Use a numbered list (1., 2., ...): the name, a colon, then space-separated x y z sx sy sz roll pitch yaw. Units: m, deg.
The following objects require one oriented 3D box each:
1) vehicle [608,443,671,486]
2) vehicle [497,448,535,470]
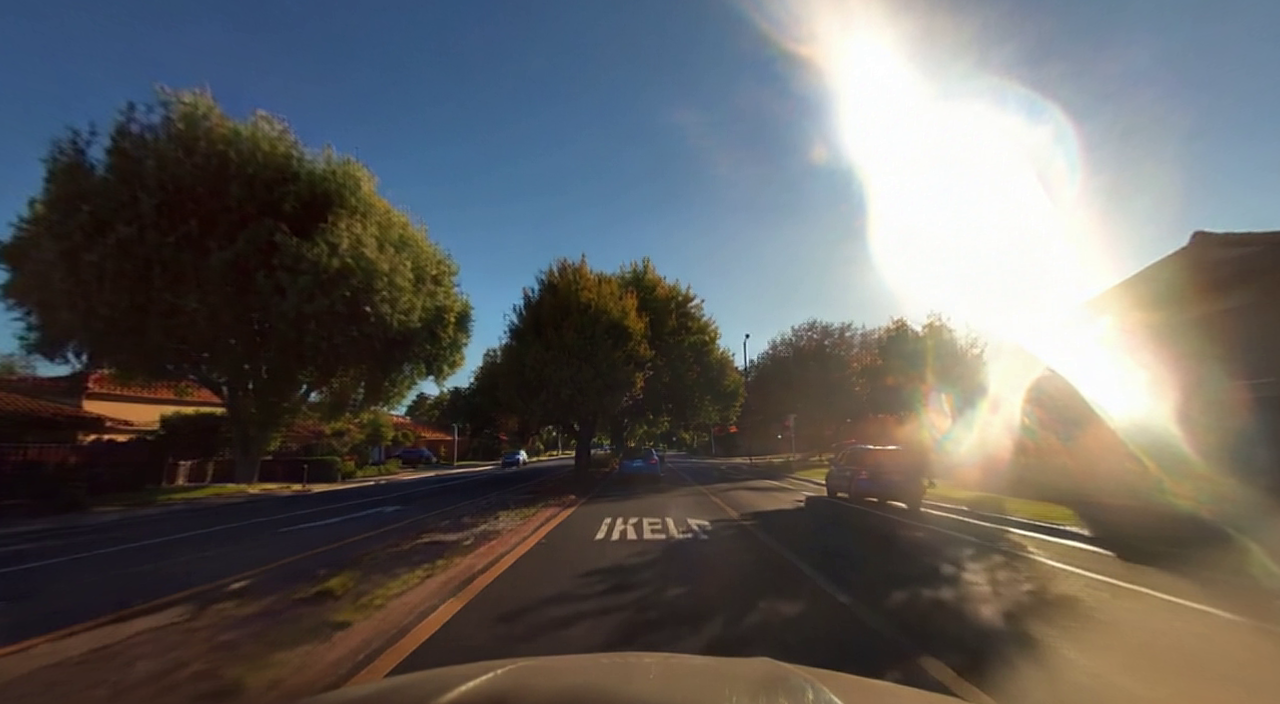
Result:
1. vehicle: -0.034 4.255 24.230 2.158 1.469 4.909 0 -9 0
2. vehicle: -9.032 7.801 46.278 1.945 1.530 3.740 -1 -9 2
